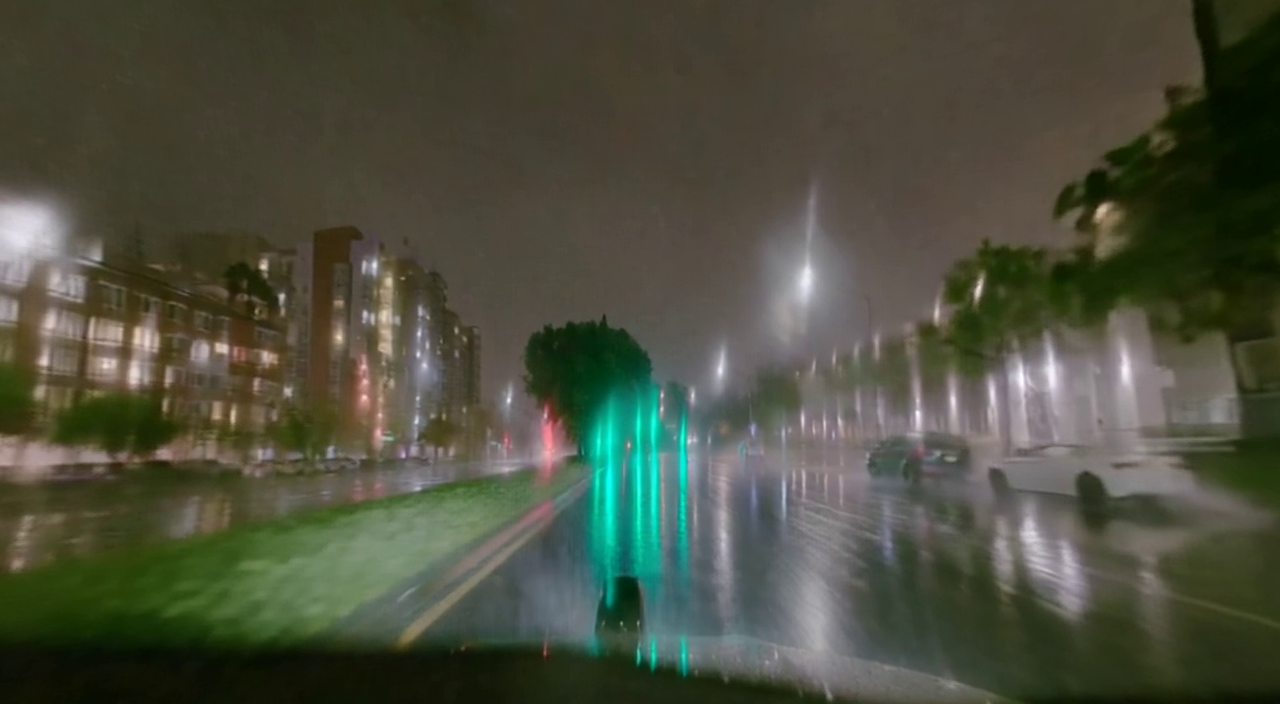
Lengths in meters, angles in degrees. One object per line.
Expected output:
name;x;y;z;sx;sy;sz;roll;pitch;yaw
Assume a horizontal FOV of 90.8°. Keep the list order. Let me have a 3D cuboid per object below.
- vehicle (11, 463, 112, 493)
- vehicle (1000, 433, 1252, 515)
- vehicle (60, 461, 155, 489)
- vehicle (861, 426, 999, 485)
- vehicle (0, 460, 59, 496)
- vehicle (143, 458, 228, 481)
vehicle;-31.617;6.879;34.591;3.717;1.490;1.956;-1;-8;5
vehicle;10.147;2.550;13.785;1.964;1.477;4.459;0;-8;0
vehicle;-31.507;7.271;37.445;3.899;1.490;1.970;-1;-8;4
vehicle;9.928;3.593;22.207;2.272;1.843;4.913;0;-8;-3
vehicle;-32.268;6.327;31.980;3.953;1.672;1.984;-1;-9;9
vehicle;-30.826;7.960;42.917;4.289;1.480;1.890;0;-8;1
